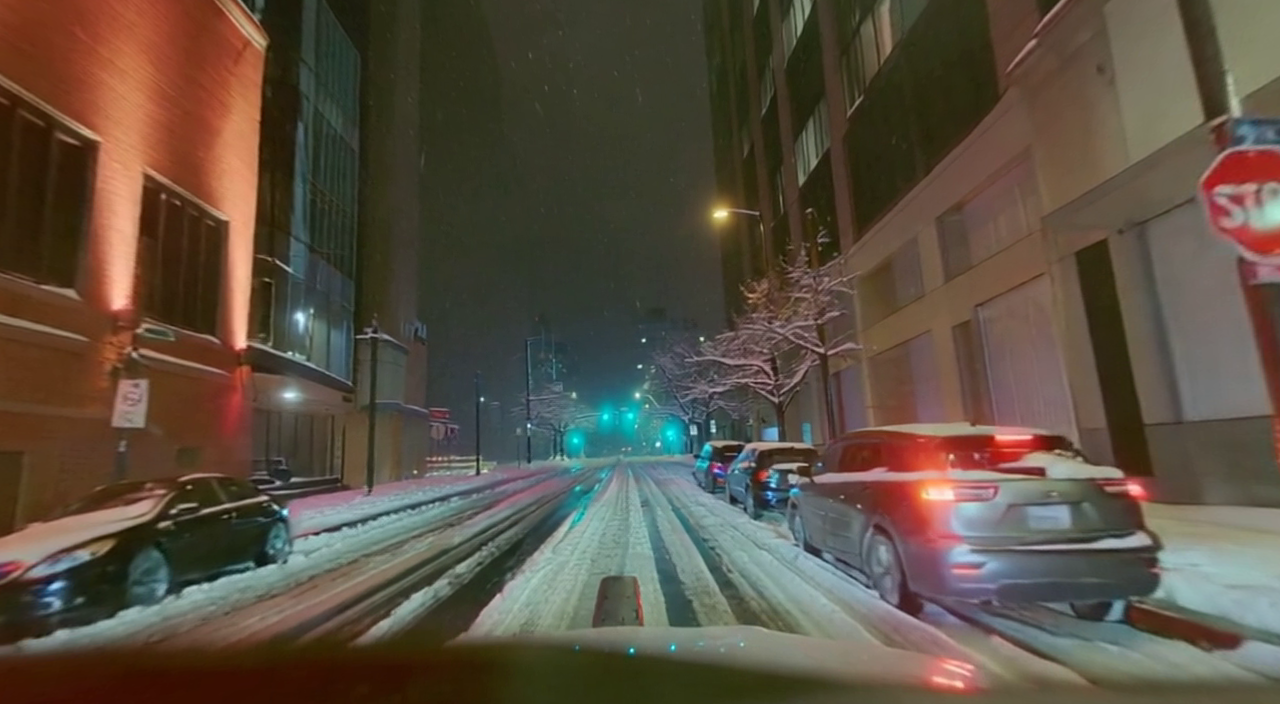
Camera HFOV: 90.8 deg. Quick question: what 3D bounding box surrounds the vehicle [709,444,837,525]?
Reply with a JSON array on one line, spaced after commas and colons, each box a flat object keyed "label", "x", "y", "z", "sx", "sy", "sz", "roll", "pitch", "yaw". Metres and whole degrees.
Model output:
[{"label": "vehicle", "x": 2.679, "y": 2.760, "z": 13.793, "sx": 1.759, "sy": 1.472, "sz": 4.304, "roll": 0, "pitch": -9, "yaw": -1}]

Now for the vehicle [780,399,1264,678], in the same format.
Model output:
[{"label": "vehicle", "x": 2.825, "y": 1.474, "z": 6.170, "sx": 1.917, "sy": 1.680, "sz": 4.500, "roll": 0, "pitch": -9, "yaw": 1}]

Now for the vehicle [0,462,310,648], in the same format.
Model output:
[{"label": "vehicle", "x": -5.746, "y": 2.064, "z": 7.318, "sx": 1.864, "sy": 1.447, "sz": 3.887, "roll": 0, "pitch": -9, "yaw": -3}]
